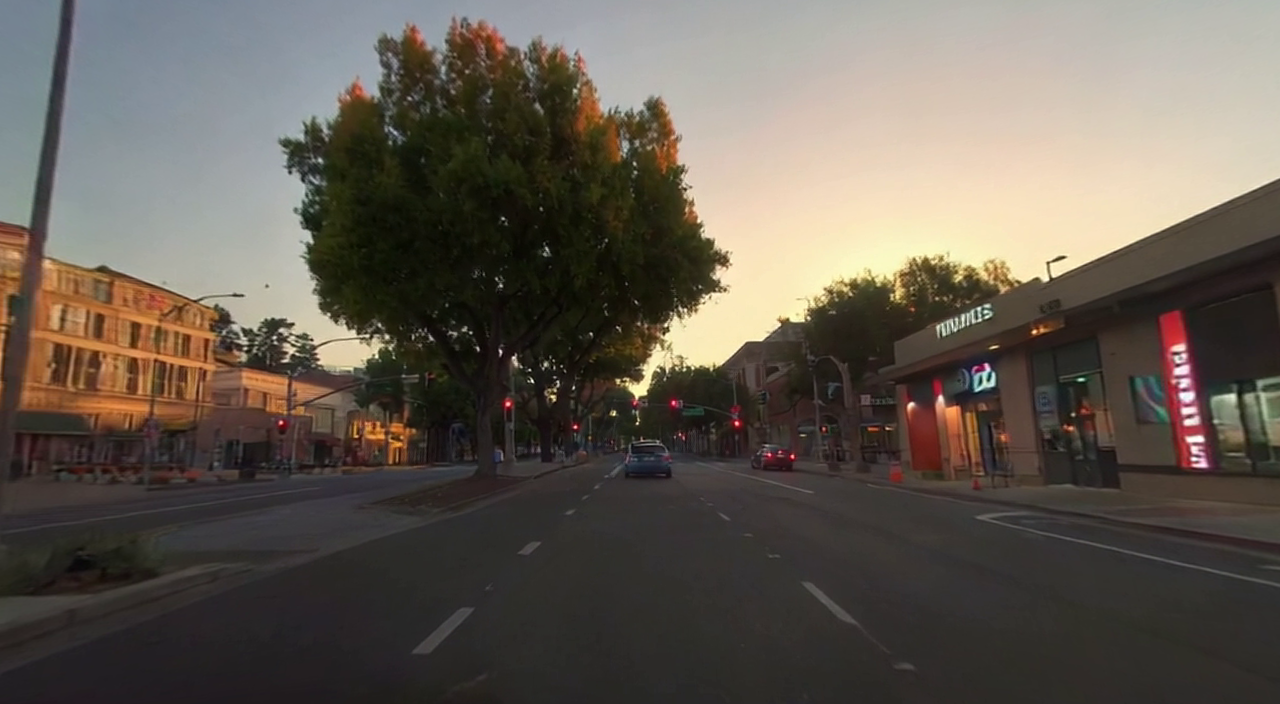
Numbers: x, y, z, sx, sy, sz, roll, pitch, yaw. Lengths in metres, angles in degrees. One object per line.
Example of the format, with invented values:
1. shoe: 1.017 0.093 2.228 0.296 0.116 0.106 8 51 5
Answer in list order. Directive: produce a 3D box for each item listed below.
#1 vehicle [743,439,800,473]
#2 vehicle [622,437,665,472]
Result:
1. vehicle: 7.383 5.860 35.895 1.987 1.772 4.749 0 -8 -3
2. vehicle: 0.242 5.622 34.845 2.223 1.775 4.250 -1 -8 1
